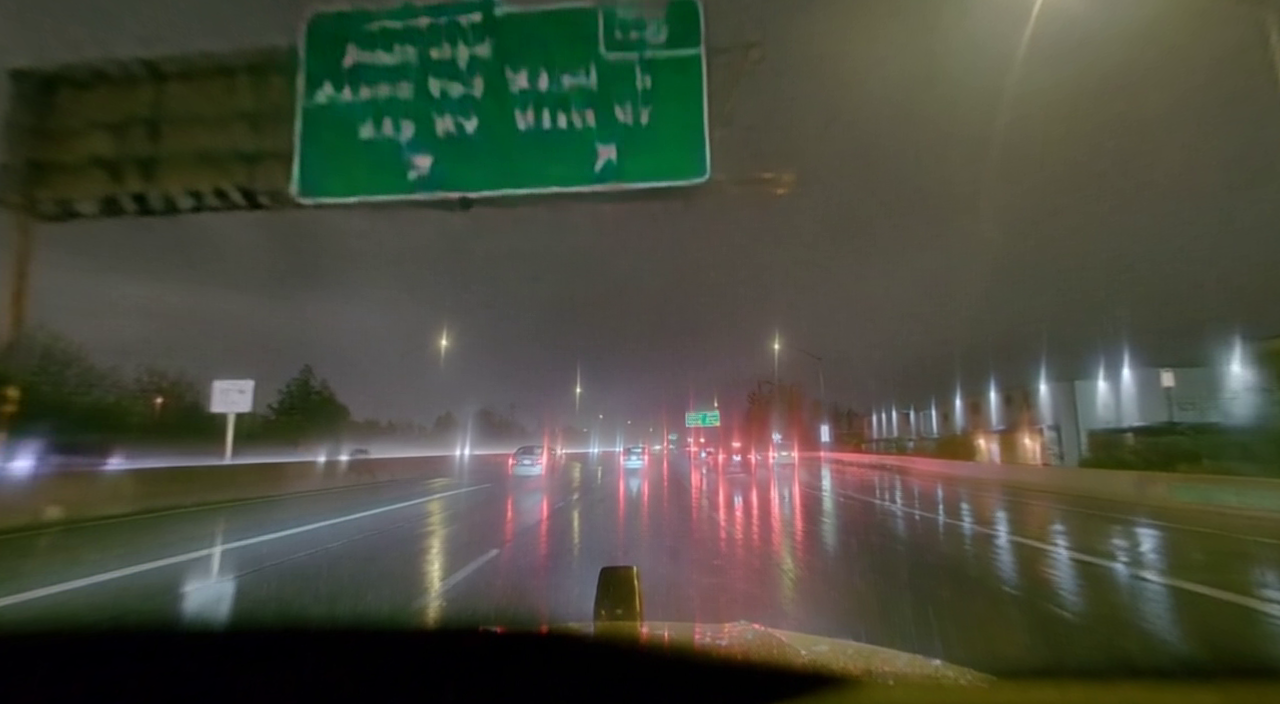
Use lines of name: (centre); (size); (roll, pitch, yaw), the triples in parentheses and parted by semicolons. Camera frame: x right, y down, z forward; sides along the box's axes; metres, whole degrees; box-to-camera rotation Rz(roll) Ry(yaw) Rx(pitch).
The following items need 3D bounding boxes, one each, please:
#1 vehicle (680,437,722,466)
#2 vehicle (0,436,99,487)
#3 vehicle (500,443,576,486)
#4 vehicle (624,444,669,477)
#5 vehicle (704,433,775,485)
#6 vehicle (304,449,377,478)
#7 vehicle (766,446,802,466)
vehicle: (4.671, 7.864, 49.727); (2.802, 2.151, 6.579); (0, -9, 1)
vehicle: (-23.591, 4.087, 23.603); (2.055, 1.786, 4.972); (0, -9, 2)
vehicle: (-3.787, 4.267, 24.255); (1.996, 1.488, 4.451); (0, -9, 3)
vehicle: (0.333, 5.273, 30.699); (2.071, 1.478, 4.130); (0, -9, 1)
vehicle: (3.682, 4.067, 24.139); (2.045, 1.768, 4.249); (0, -9, 0)
vehicle: (-16.434, 6.099, 34.770); (1.786, 1.478, 4.340); (0, -9, 2)
vehicle: (10.931, 7.941, 48.094); (1.971, 1.464, 4.357); (0, -9, 3)
